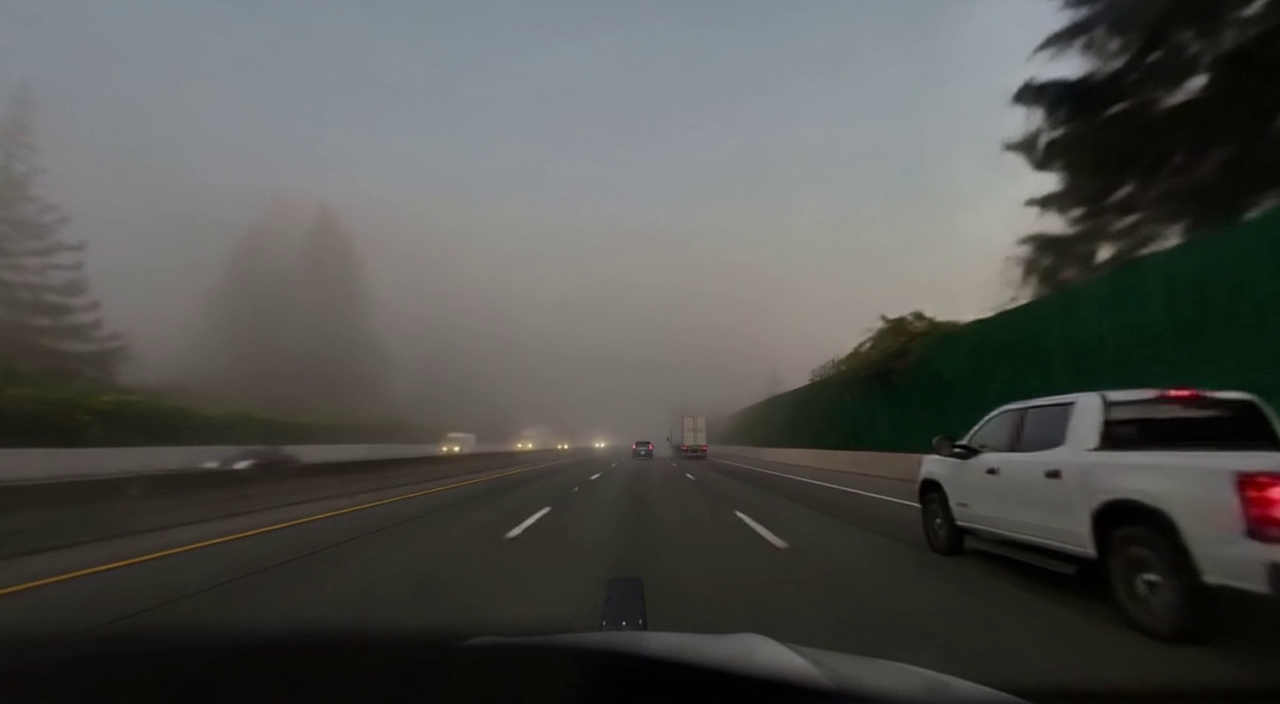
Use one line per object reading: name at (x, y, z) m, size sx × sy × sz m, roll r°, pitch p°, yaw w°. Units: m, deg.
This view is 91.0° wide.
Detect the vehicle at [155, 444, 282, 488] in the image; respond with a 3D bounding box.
vehicle at (-15.713, 4.239, 23.751) m, size 1.908 × 1.466 × 3.993 m, roll 0°, pitch -8°, yaw 2°

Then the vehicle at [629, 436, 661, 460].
vehicle at (0.337, 7.472, 49.237) m, size 2.389 × 1.760 × 4.473 m, roll 0°, pitch -8°, yaw 0°

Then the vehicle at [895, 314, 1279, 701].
vehicle at (4.346, 1.082, 5.241) m, size 2.209 × 1.943 × 5.262 m, roll 0°, pitch -8°, yaw 0°
